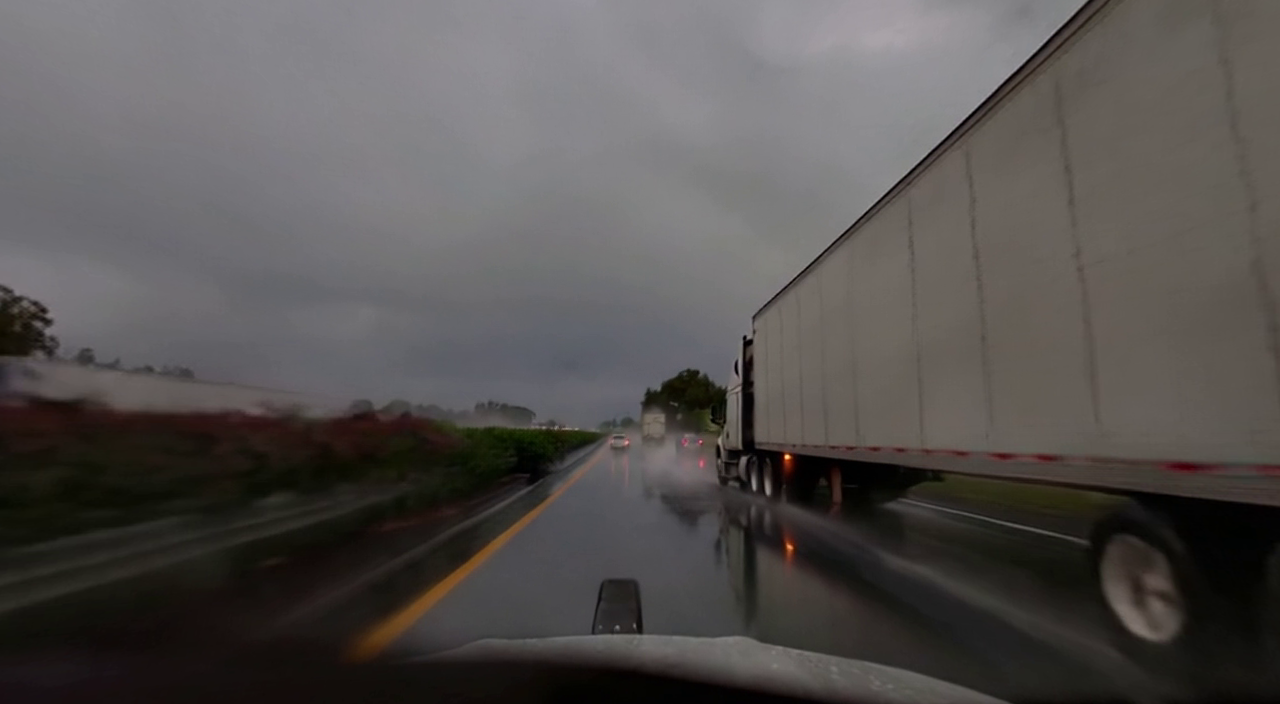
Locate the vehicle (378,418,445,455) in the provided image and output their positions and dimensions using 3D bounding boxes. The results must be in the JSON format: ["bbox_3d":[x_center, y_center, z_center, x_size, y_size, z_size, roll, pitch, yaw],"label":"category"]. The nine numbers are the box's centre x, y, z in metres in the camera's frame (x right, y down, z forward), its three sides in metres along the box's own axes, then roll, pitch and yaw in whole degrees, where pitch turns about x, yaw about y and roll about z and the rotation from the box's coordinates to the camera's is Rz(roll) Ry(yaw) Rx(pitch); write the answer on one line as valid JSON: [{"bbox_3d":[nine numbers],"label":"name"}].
[{"bbox_3d":[-13.186,4.911,36.740,2.066,1.982,5.059,0,-7,-1],"label":"vehicle"}]

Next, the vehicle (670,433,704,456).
[{"bbox_3d":[3.147,6.271,42.811,1.813,1.454,4.197,0,-7,-2],"label":"vehicle"}]

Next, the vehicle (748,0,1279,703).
[{"bbox_3d":[4.158,0.241,7.546,2.965,4.033,14.299,0,-7,-1],"label":"vehicle"}]
